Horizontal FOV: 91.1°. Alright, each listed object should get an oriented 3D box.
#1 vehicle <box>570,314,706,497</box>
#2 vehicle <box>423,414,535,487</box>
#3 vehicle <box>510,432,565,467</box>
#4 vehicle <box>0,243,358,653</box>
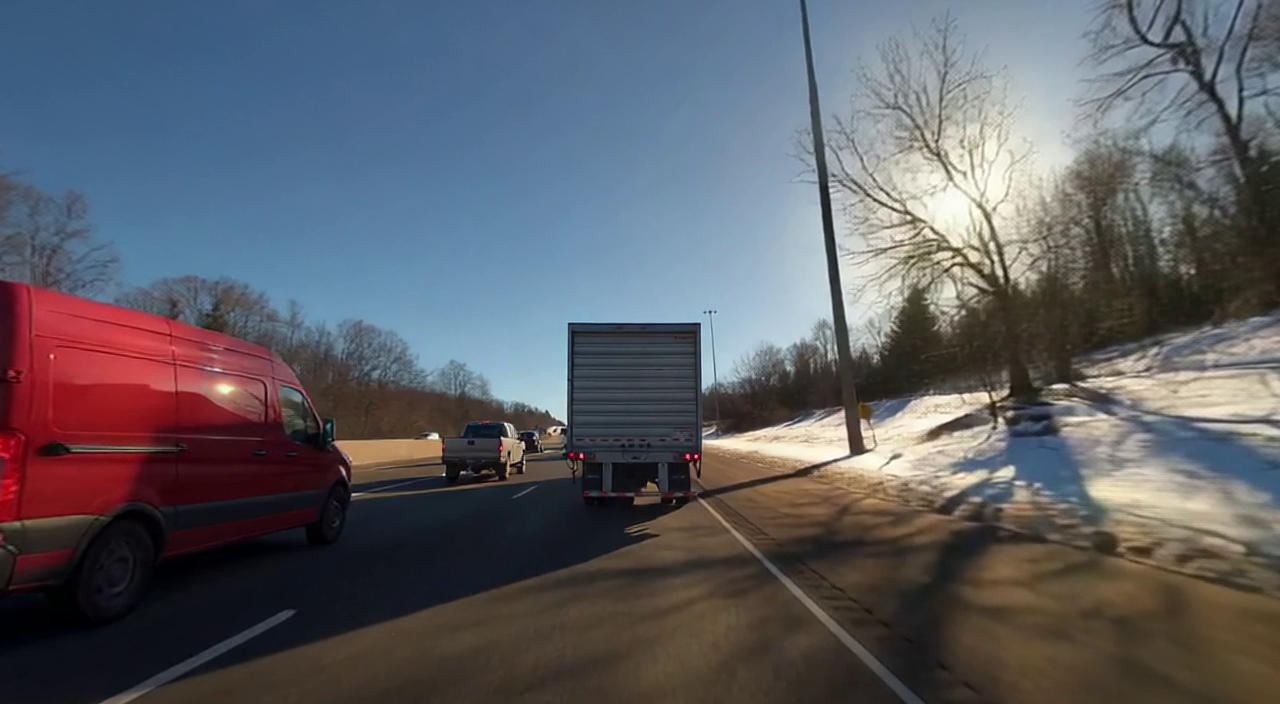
[{"bbox_3d":[-0.180,1.835,18.938,2.953,4.041,10.072,0,-8,-2],"label":"vehicle"},{"bbox_3d":[-4.840,3.029,19.752,2.168,1.985,4.952,0,-8,0],"label":"vehicle"},{"bbox_3d":[-4.831,4.677,30.343,1.931,1.539,4.441,0,-8,0],"label":"vehicle"},{"bbox_3d":[-5.226,0.890,6.072,2.478,2.515,5.438,0,-8,-1],"label":"vehicle"}]
